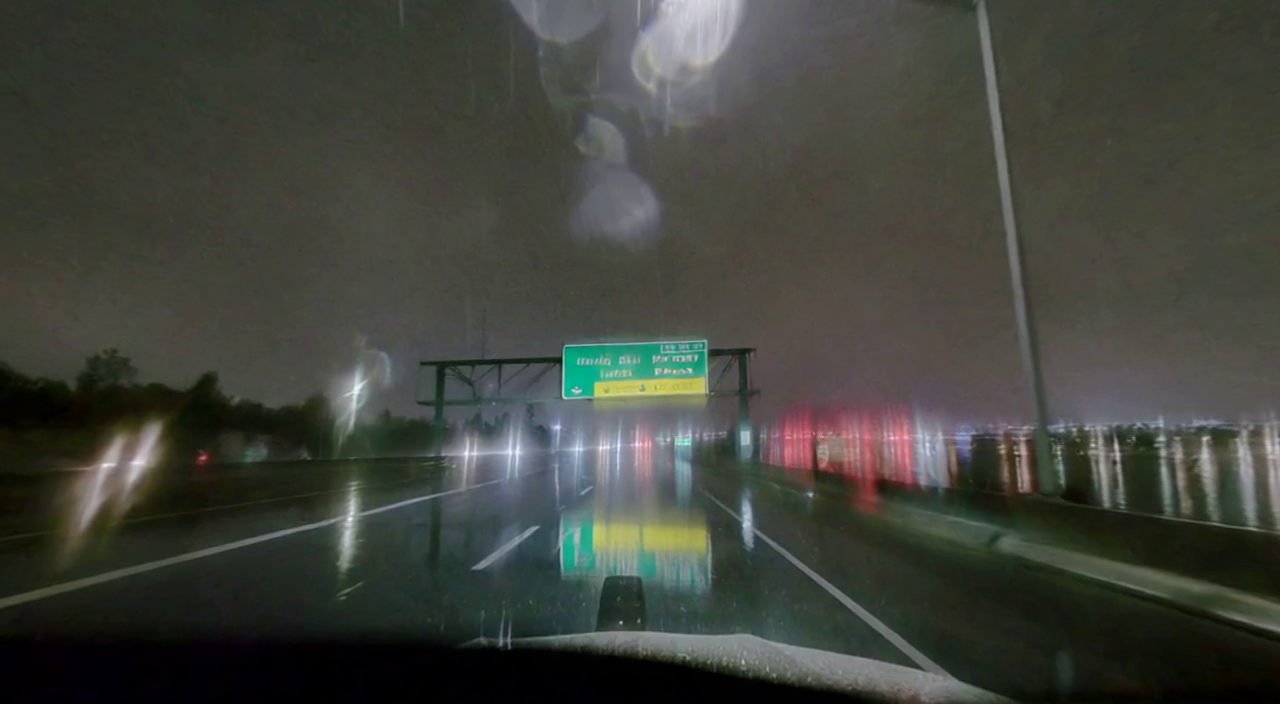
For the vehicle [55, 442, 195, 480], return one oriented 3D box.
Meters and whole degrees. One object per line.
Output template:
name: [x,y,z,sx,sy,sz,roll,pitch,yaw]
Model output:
vehicle: [-28.339,6.011,35.070,2.235,1.864,6.561,0,-9,1]
